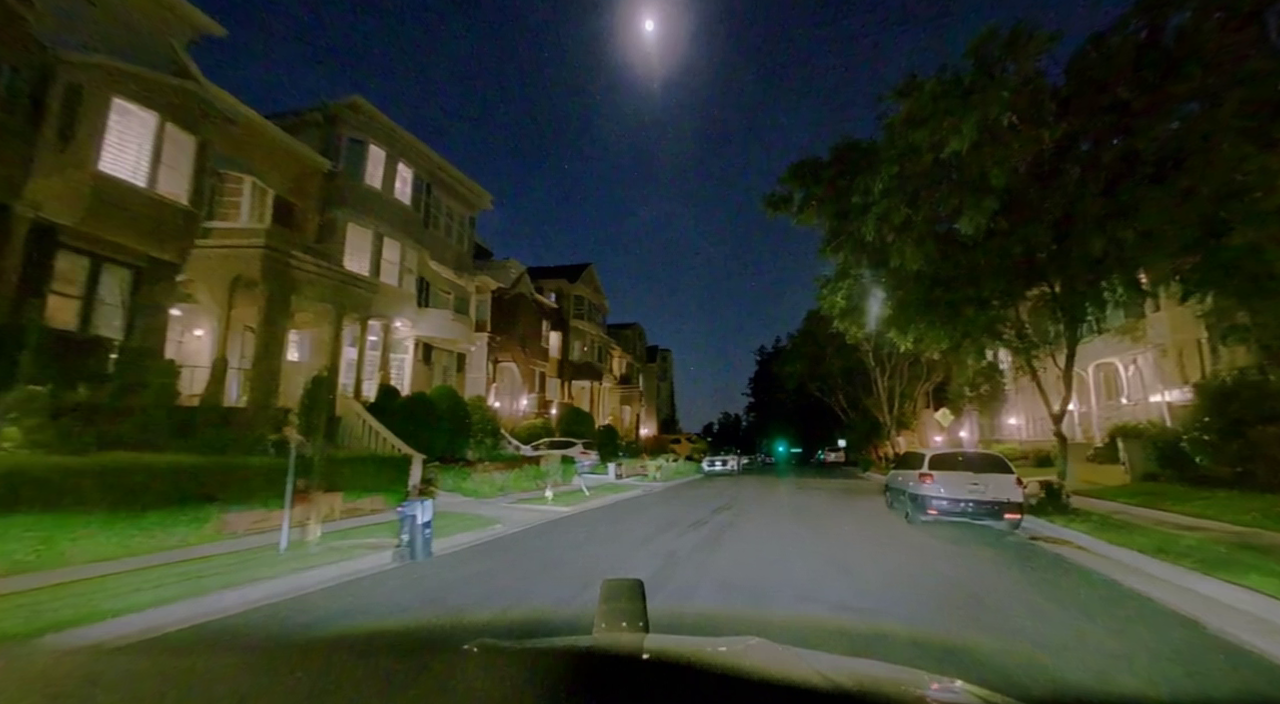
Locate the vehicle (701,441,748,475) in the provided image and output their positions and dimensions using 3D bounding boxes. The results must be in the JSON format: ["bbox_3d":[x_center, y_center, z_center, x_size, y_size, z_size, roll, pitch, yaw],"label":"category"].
[{"bbox_3d":[4.566,5.613,33.373,1.974,1.664,4.539,-2,-10,13],"label":"vehicle"}]

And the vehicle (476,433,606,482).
[{"bbox_3d":[-3.783,4.010,24.238,4.480,1.740,1.988,-3,-9,20],"label":"vehicle"}]

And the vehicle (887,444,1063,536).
[{"bbox_3d":[6.194,2.507,12.298,1.996,1.409,4.446,-2,-9,15],"label":"vehicle"}]

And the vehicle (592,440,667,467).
[{"bbox_3d":[-0.659,6.505,40.544,4.414,1.658,1.988,-2,-9,14],"label":"vehicle"}]
